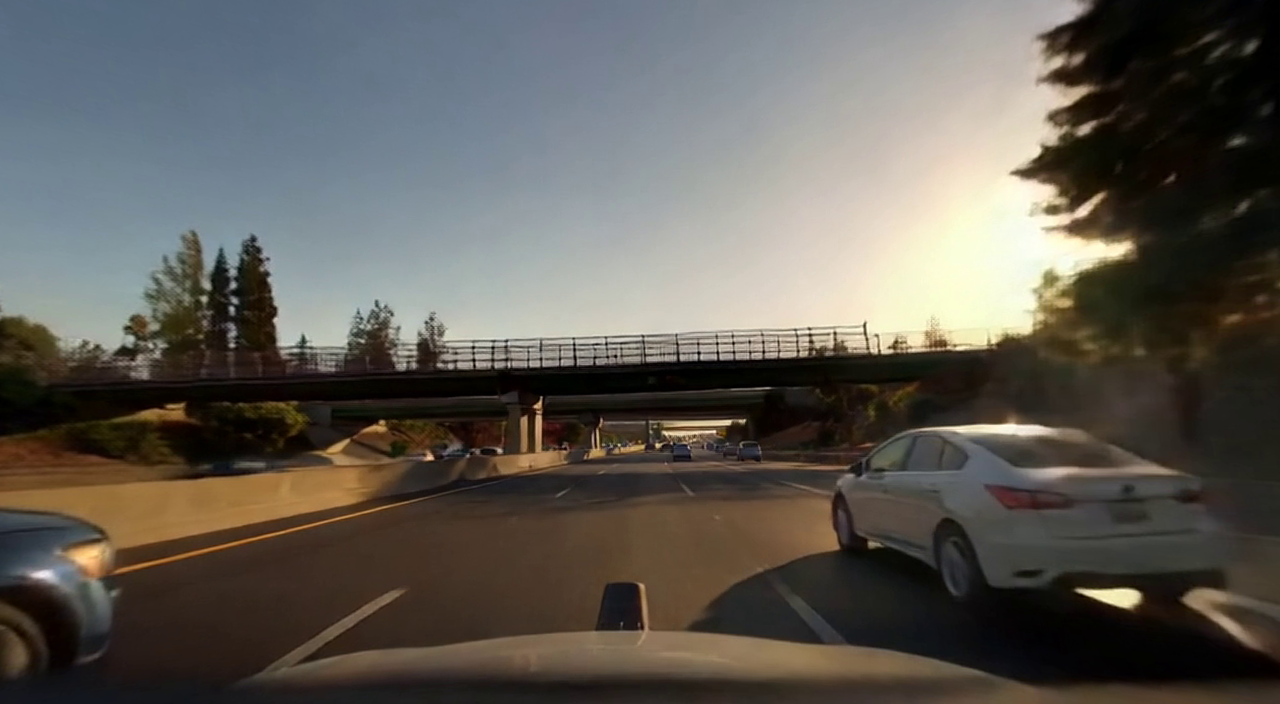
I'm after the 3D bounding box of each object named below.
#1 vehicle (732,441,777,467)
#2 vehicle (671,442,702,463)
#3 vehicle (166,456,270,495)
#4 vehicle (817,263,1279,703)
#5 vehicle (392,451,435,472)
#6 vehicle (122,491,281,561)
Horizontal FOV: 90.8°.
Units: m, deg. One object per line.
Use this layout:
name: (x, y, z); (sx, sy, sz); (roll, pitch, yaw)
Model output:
vehicle: (7.134, 6.397, 39.649); (1.989, 1.529, 4.375); (0, -9, 0)
vehicle: (3.430, 7.543, 47.390); (1.981, 1.471, 4.342); (0, -9, 1)
vehicle: (-18.243, 5.329, 27.564); (1.806, 1.536, 3.839); (0, -9, 1)
vehicle: (3.728, 1.090, 5.346); (2.693, 2.044, 5.882); (0, -9, -1)
vehicle: (-17.464, 8.428, 48.879); (1.851, 1.546, 3.900); (0, -9, 1)
vehicle: (-13.582, 5.371, 20.003); (1.851, 1.460, 4.715); (-2, -8, -3)
